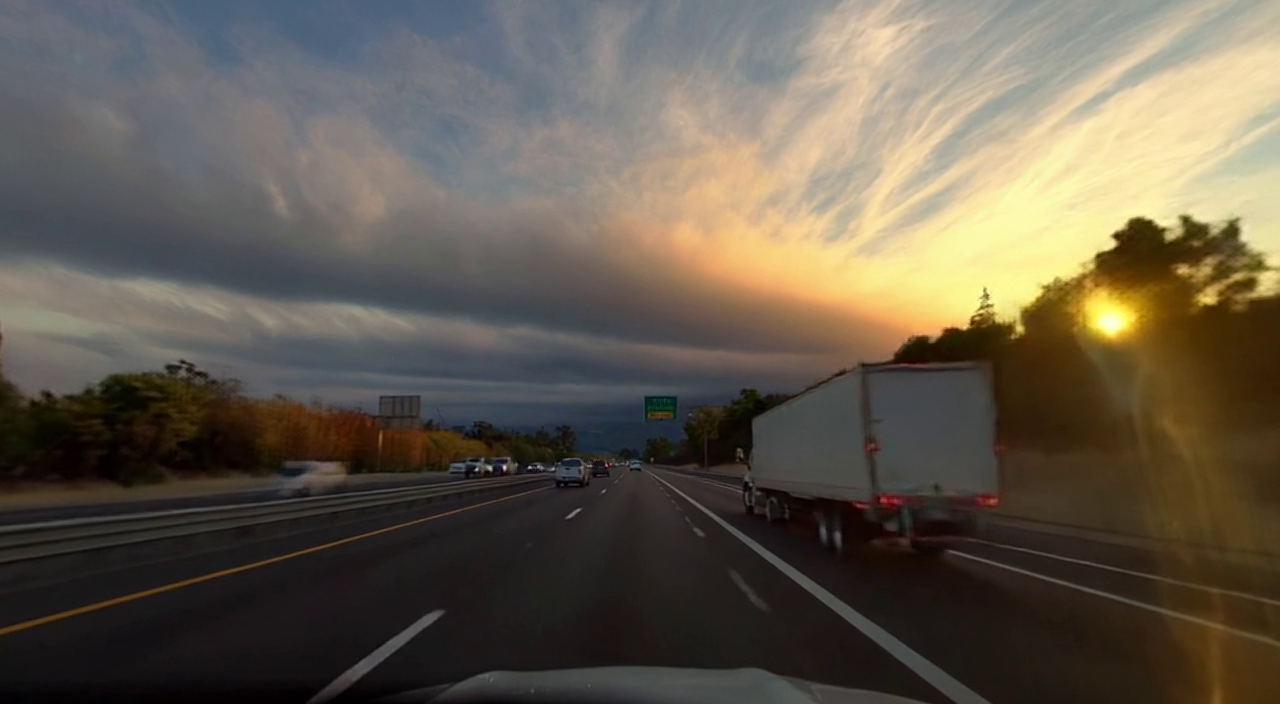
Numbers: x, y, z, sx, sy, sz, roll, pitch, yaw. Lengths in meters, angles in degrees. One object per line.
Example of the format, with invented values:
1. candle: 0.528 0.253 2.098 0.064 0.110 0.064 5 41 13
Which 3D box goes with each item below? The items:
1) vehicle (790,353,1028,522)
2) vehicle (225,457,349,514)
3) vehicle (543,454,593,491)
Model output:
1. vehicle: 7.542 3.012 19.851 3.235 4.088 9.243 0 -12 0
2. vehicle: -11.842 4.488 21.487 1.891 1.730 3.977 1 -10 -1
3. vehicle: -3.991 6.837 35.839 2.272 1.873 4.832 1 -10 0
